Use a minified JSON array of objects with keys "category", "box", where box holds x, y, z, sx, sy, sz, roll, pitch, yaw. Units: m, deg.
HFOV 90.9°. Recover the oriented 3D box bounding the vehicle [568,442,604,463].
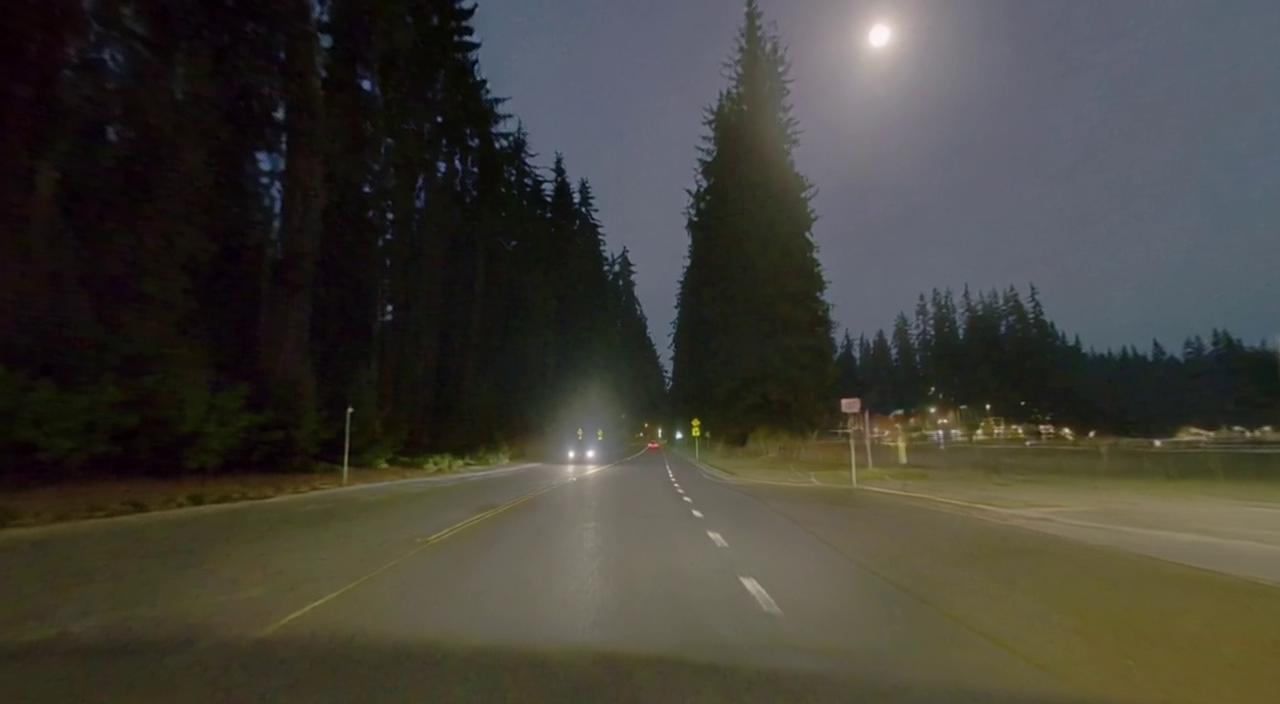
[{"category":"vehicle","box":[-3.658,6.908,43.393,1.923,1.366,3.965,-1,-8,3]}]
